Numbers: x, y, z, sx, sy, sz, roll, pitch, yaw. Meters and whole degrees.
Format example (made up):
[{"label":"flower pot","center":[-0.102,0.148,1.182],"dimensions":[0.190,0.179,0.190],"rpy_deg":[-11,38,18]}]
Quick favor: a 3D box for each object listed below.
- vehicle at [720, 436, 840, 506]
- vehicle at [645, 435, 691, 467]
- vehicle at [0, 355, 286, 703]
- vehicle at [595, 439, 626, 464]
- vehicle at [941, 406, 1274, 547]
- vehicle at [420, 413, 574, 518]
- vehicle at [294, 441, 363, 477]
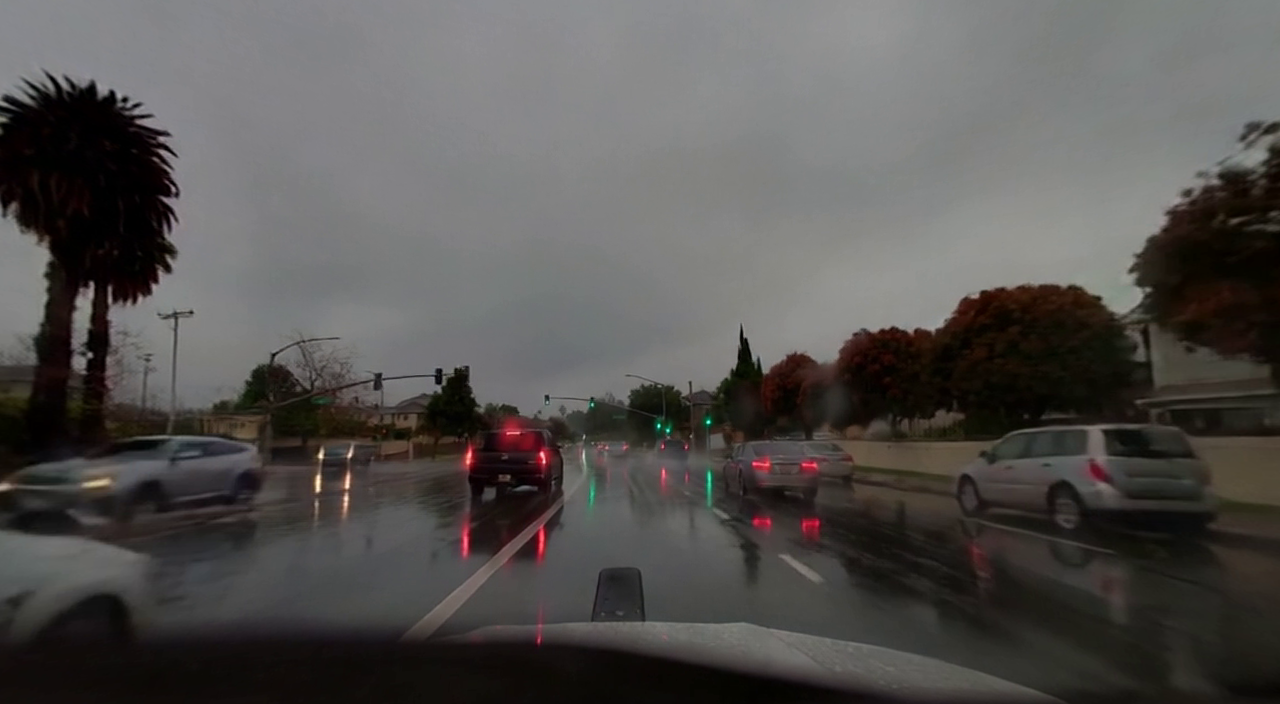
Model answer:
[{"label":"vehicle","center":[3.281,2.869,15.703],"dimensions":[1.870,1.491,4.009],"rpy_deg":[0,-8,-3]},{"label":"vehicle","center":[1.795,6.691,42.861],"dimensions":[2.391,1.960,5.600],"rpy_deg":[1,-8,-5]},{"label":"vehicle","center":[-3.056,0.744,1.627],"dimensions":[1.922,1.577,4.140],"rpy_deg":[0,-8,-1]},{"label":"vehicle","center":[-2.303,7.647,48.683],"dimensions":[2.164,1.867,4.254],"rpy_deg":[1,-8,-6]},{"label":"vehicle","center":[7.111,1.921,10.389],"dimensions":[2.011,1.805,4.260],"rpy_deg":[0,-8,-3]},{"label":"vehicle","center":[-3.016,2.595,15.106],"dimensions":[2.354,1.948,6.355],"rpy_deg":[0,-8,-1]},{"label":"vehicle","center":[-18.796,6.445,38.423],"dimensions":[2.292,1.990,5.714],"rpy_deg":[2,-9,-12]}]
